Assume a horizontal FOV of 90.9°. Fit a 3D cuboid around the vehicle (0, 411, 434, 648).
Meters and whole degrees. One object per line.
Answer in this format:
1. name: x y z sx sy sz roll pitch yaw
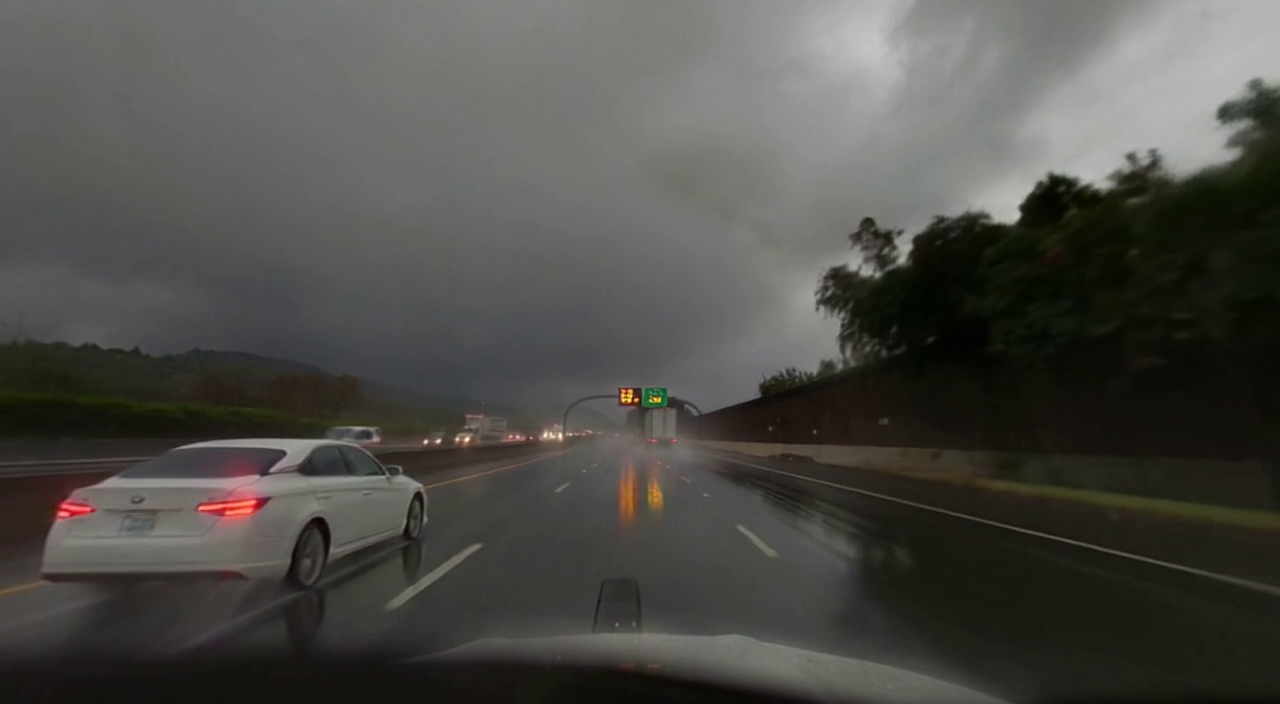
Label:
1. vehicle: -3.712 1.389 6.139 1.971 1.444 4.401 0 -8 -1
